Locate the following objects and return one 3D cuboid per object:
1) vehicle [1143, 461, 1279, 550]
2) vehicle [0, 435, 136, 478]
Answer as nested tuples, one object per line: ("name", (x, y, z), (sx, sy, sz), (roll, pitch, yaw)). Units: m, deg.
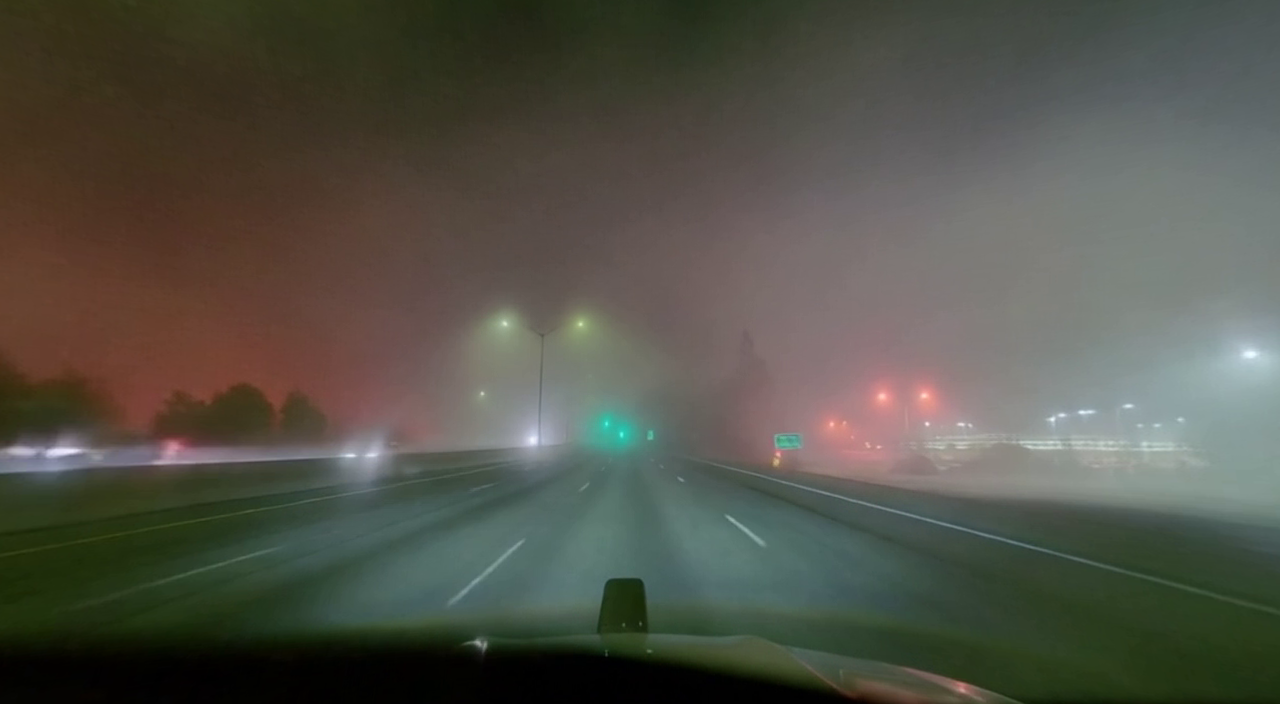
("vehicle", (9.414, 2.034, 8.059), (2.635, 1.057, 4.249), (2, -8, 3))
("vehicle", (-22.825, 4.129, 25.175), (1.872, 1.528, 4.287), (0, -8, -1))
